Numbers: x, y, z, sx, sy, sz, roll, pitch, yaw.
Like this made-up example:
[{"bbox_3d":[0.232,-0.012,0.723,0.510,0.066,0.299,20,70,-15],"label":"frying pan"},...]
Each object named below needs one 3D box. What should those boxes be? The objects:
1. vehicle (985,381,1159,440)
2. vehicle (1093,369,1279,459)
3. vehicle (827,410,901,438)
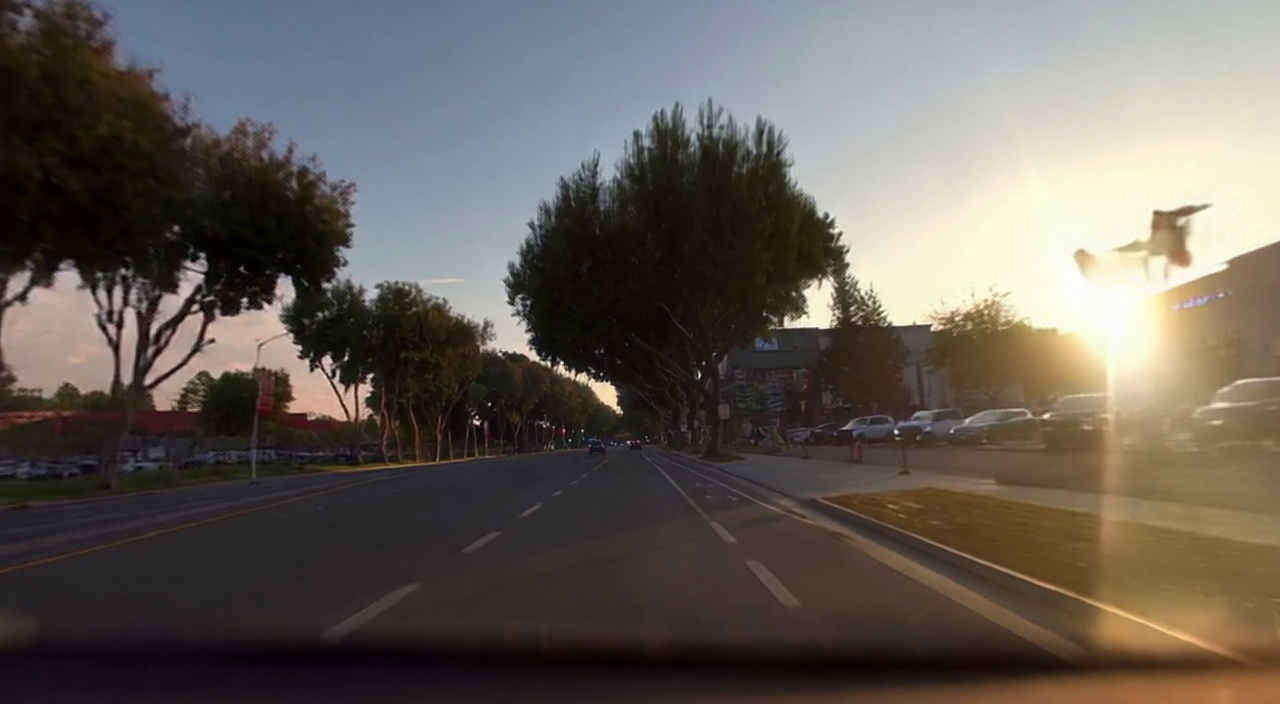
[{"bbox_3d":[12.921,1.793,19.005,3.982,1.652,1.747,0,-8,-5],"label":"vehicle"},{"bbox_3d":[12.304,1.314,13.683,3.539,1.473,1.627,-7,-6,-2],"label":"vehicle"},{"bbox_3d":[13.518,4.403,38.182,3.756,1.580,1.886,-1,-8,3],"label":"vehicle"}]
